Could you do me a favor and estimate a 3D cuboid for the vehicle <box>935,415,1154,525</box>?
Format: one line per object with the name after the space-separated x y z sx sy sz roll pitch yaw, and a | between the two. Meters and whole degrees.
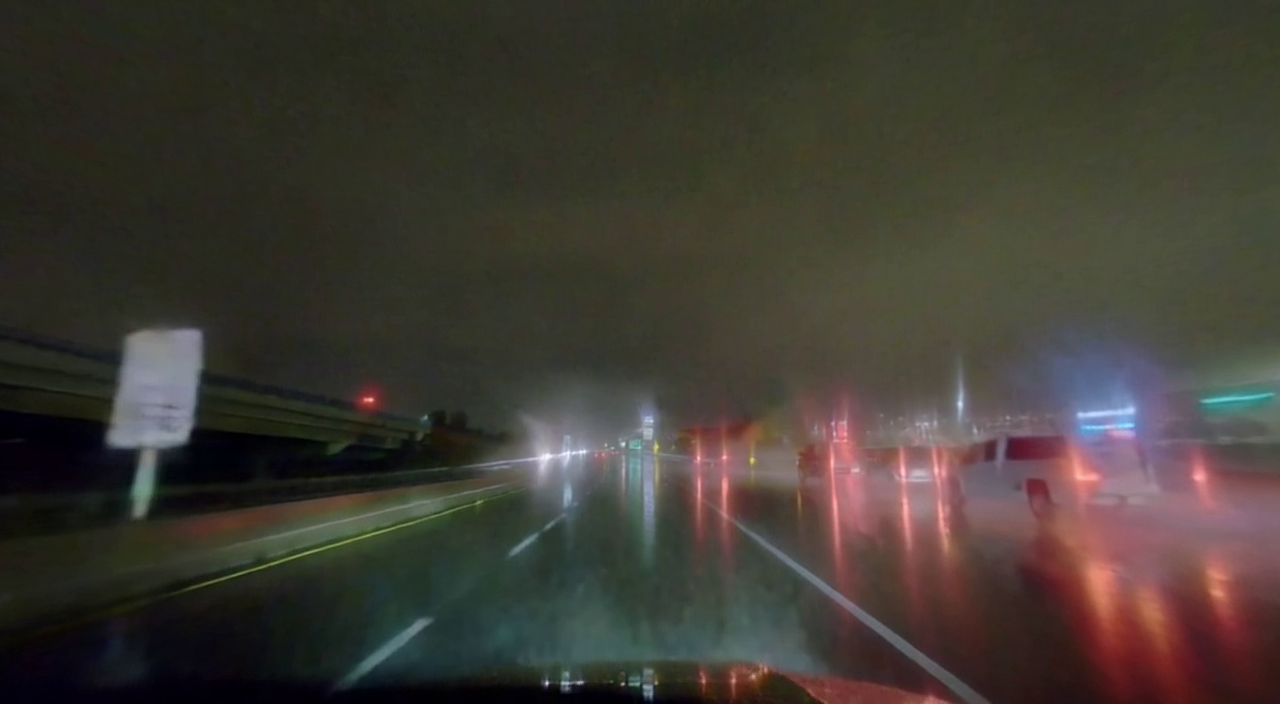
16.114 4.773 26.411 2.704 3.716 9.364 0 -9 -1 | vehicle

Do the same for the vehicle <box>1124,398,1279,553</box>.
16.336 2.902 14.766 2.791 3.573 9.032 0 -9 1 | vehicle

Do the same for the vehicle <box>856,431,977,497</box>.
16.082 6.559 37.649 2.887 3.412 9.164 0 -9 -1 | vehicle
